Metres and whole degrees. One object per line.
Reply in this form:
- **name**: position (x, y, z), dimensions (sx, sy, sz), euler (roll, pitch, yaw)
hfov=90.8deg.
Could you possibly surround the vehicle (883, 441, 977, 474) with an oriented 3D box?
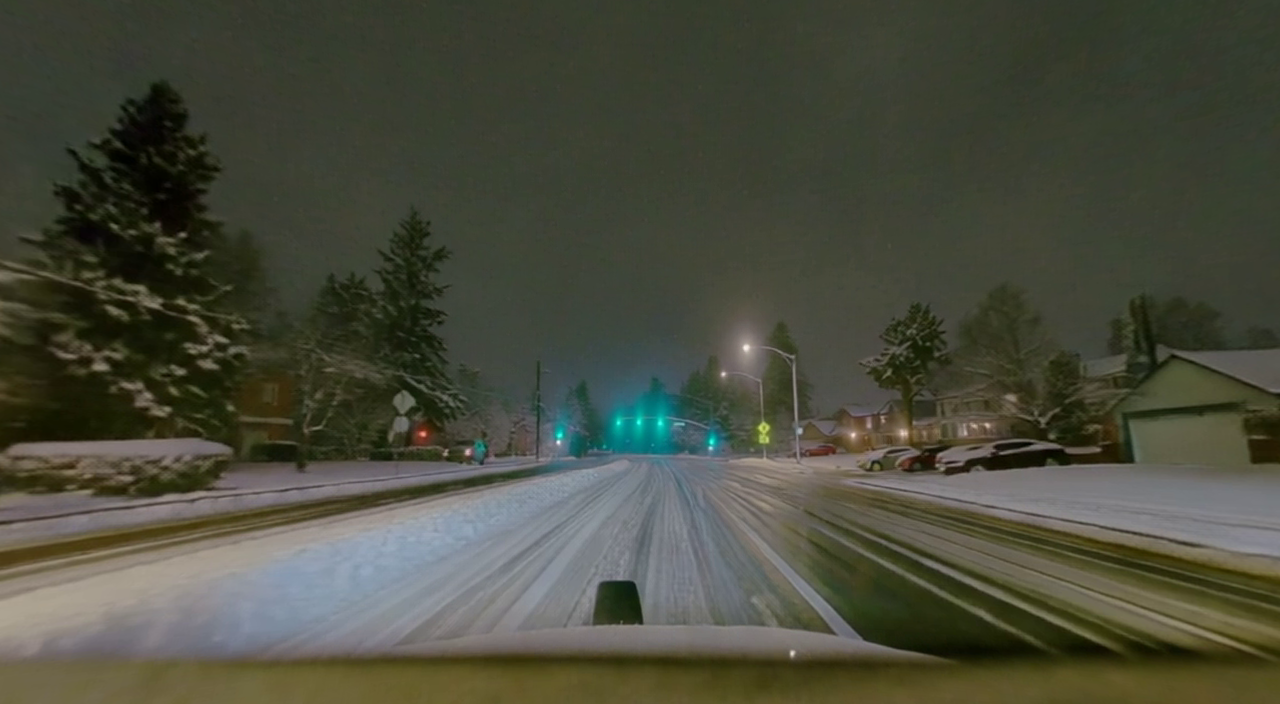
- **vehicle**: position (16.212, 5.899, 35.430), dimensions (4.234, 1.491, 1.940), euler (-4, -7, 2)

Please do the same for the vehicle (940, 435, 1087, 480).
- **vehicle**: position (15.716, 4.469, 26.817), dimensions (4.854, 1.803, 2.179), euler (0, -9, -3)
